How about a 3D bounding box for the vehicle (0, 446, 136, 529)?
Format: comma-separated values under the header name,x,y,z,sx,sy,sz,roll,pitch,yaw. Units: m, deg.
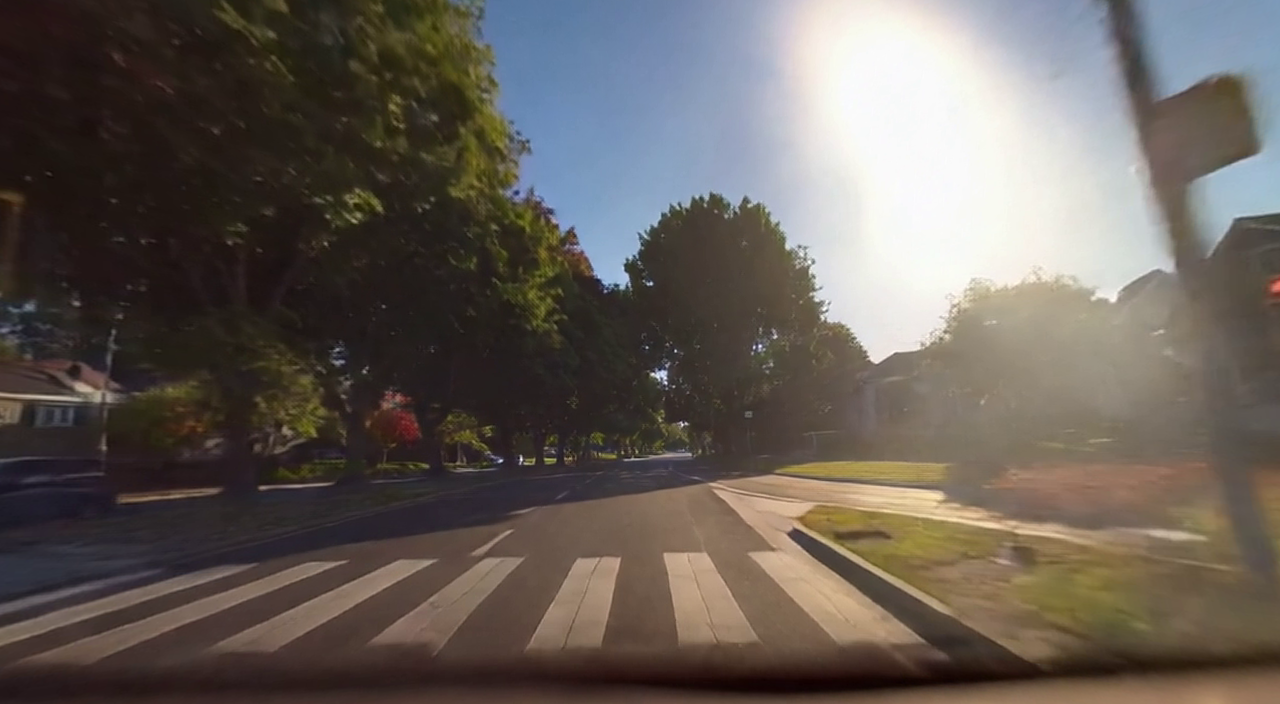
name,x,y,z,sx,sy,sz,roll,pitch,yaw
vehicle,-14.905,3.083,14.648,2.106,1.782,4.974,-1,-8,4
